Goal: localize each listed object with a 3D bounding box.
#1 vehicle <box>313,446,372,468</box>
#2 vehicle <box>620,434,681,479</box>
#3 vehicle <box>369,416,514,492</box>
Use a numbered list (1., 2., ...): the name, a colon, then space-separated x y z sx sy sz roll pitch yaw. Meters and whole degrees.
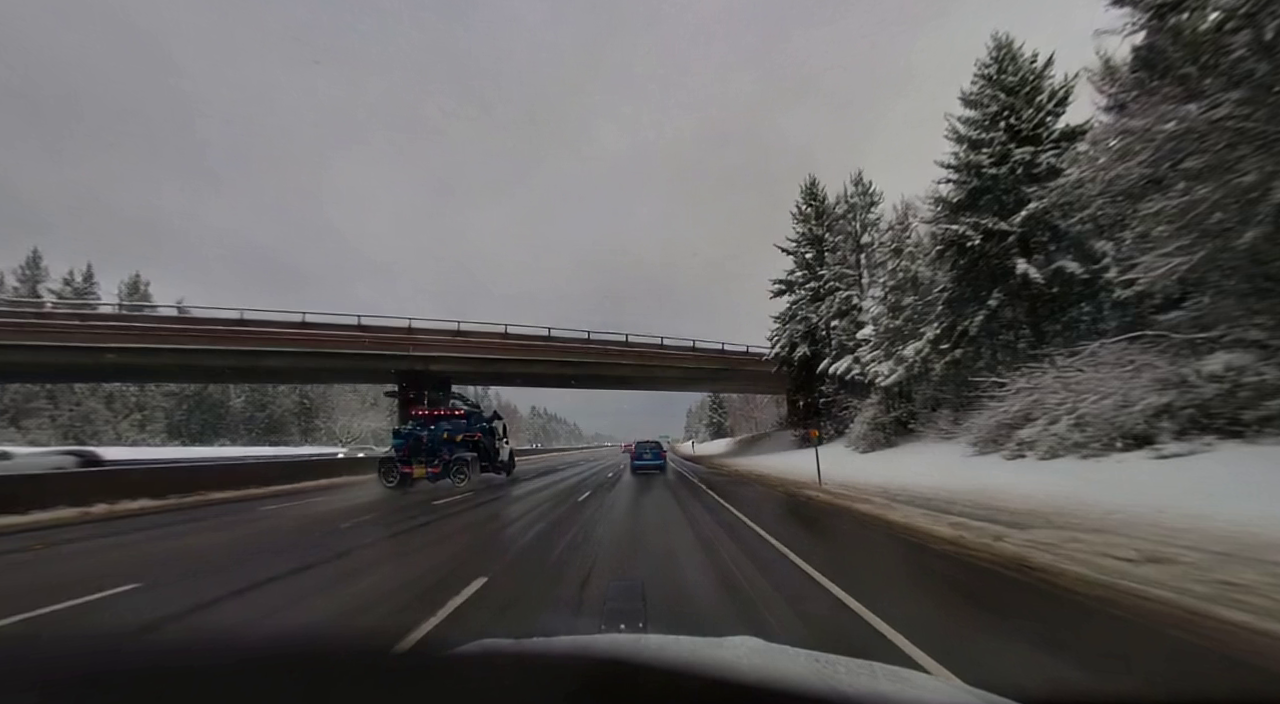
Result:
1. vehicle: -20.696 7.306 44.061 1.818 1.433 4.380 0 -8 2
2. vehicle: 0.409 4.299 26.225 2.336 1.722 4.212 0 -8 1
3. vehicle: -6.661 3.580 22.481 2.827 2.236 7.057 0 -8 1
